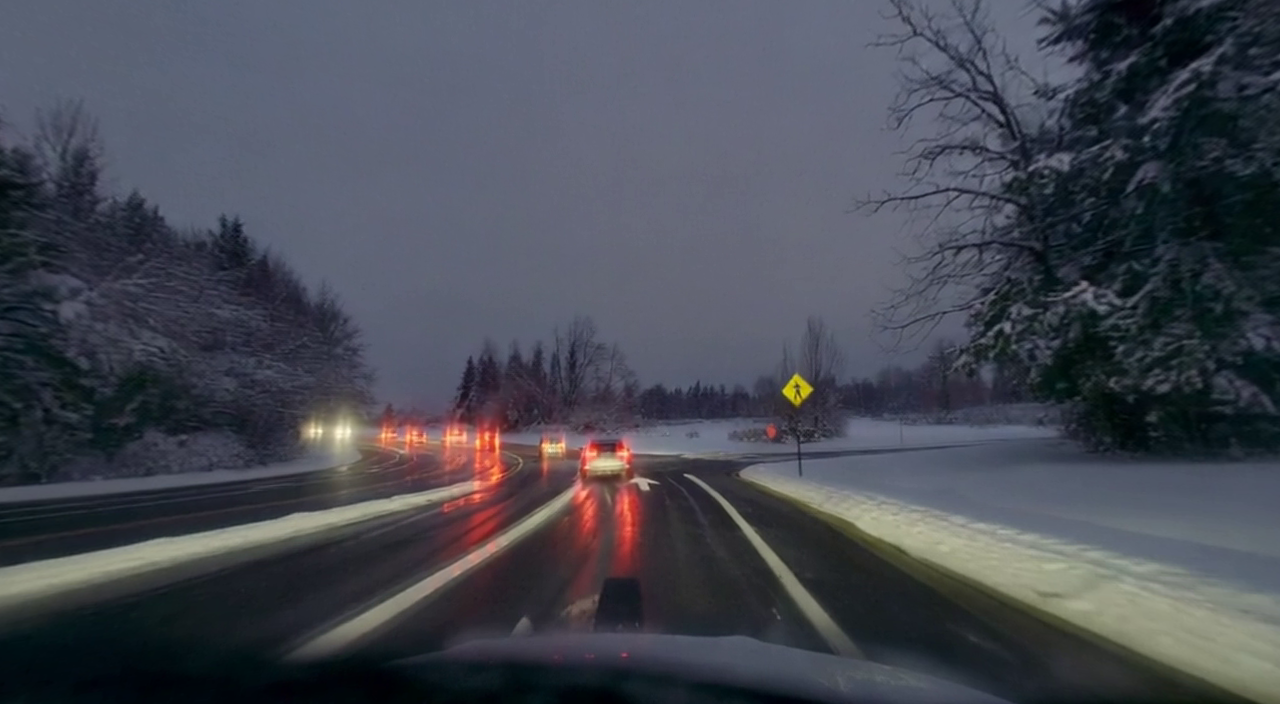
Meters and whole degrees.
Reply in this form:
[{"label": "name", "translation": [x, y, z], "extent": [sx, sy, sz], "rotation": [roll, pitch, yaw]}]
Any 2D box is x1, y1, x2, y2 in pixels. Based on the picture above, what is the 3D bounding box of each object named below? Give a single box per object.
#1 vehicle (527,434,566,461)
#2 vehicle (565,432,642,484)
[{"label": "vehicle", "translation": [-5.609, 5.655, 37.333], "extent": [2.080, 1.530, 3.719], "rotation": [1, -8, -11]}, {"label": "vehicle", "translation": [-1.306, 3.454, 20.782], "extent": [2.296, 1.510, 4.068], "rotation": [1, -8, -6]}]
